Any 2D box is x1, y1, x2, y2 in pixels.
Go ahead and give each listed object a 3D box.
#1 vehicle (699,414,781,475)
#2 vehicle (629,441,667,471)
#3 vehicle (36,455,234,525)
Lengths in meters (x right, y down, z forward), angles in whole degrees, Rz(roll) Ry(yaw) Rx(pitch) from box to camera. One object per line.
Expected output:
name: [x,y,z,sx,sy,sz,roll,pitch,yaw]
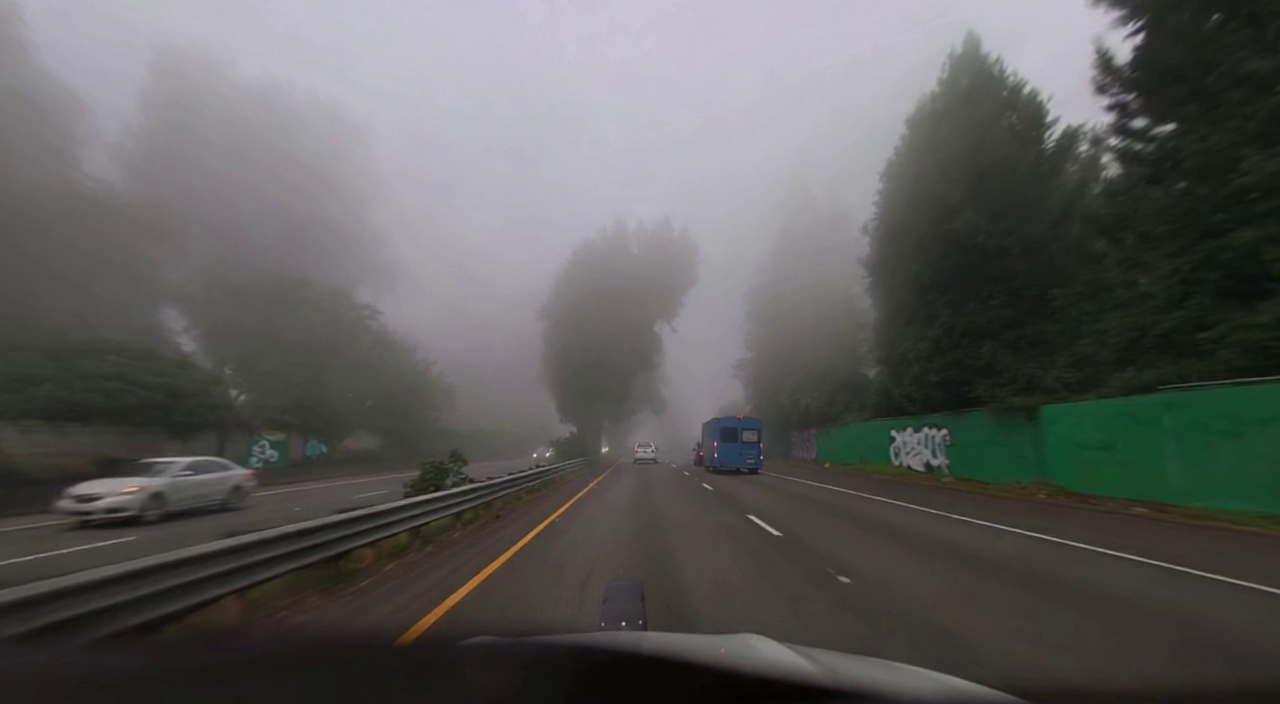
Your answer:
vehicle: [4.727,4.571,31.124,2.712,2.659,6.992,0,-8,-2]
vehicle: [0.458,5.916,35.934,2.030,1.572,4.067,0,-8,0]
vehicle: [-13.382,3.623,17.086,1.888,1.558,4.129,0,-8,1]
